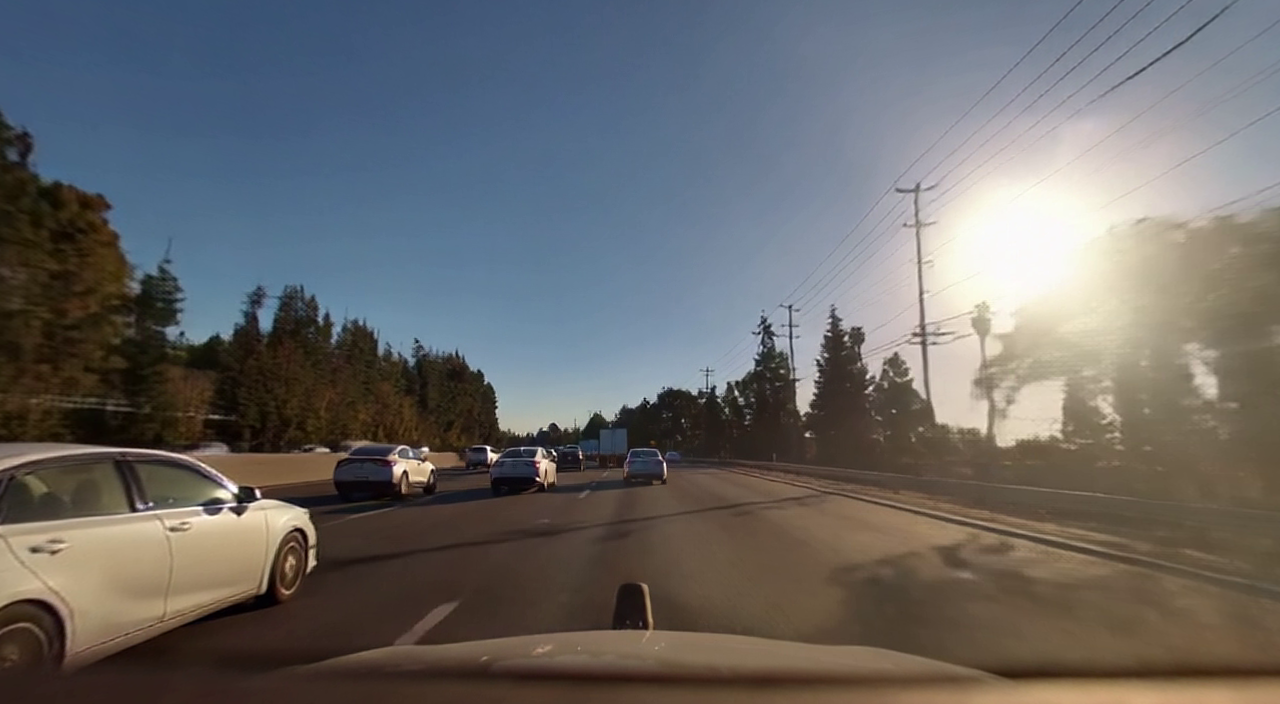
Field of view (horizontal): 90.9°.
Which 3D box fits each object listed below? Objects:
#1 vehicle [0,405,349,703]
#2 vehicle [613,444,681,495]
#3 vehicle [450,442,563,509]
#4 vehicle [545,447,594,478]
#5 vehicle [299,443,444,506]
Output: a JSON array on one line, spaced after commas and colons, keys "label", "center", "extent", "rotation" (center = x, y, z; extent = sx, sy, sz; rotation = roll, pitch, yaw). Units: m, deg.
[{"label": "vehicle", "center": [-3.635, 1.116, 3.520], "extent": [1.883, 1.500, 4.373], "rotation": [0, -9, 1]}, {"label": "vehicle", "center": [0.189, 3.818, 20.848], "extent": [2.018, 1.470, 4.491], "rotation": [0, -9, 0]}, {"label": "vehicle", "center": [-3.212, 3.048, 16.035], "extent": [1.912, 1.464, 4.115], "rotation": [0, -9, 1]}, {"label": "vehicle", "center": [-3.455, 5.474, 31.528], "extent": [2.013, 1.437, 3.801], "rotation": [0, -9, 0]}, {"label": "vehicle", "center": [-7.043, 3.234, 17.153], "extent": [1.867, 1.445, 4.499], "rotation": [0, -9, 2]}]
